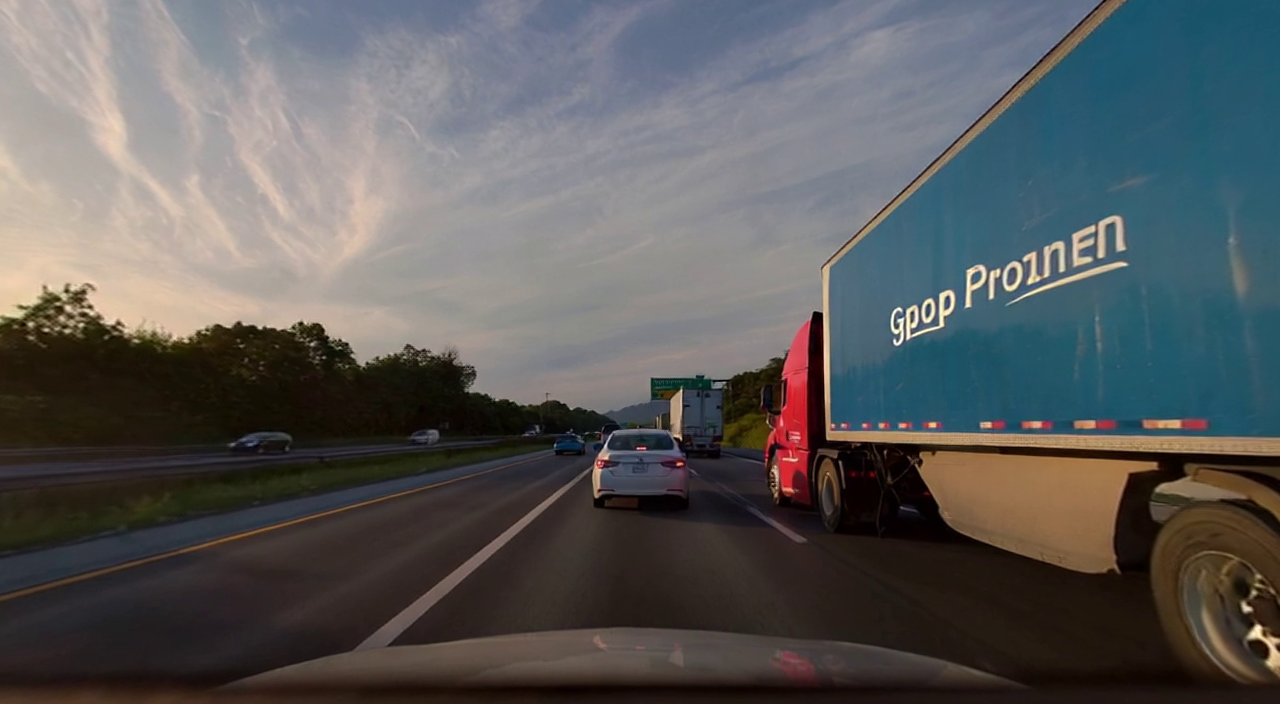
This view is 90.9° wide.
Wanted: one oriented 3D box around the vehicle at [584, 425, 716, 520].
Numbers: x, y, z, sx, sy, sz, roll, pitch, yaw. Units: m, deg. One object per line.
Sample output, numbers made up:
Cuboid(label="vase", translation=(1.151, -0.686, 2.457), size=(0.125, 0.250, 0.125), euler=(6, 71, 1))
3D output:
Cuboid(label="vehicle", translation=(0.130, 2.088, 11.491), size=(2.021, 1.435, 3.611), euler=(0, -8, -1))

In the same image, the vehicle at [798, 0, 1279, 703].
Cuboid(label="vehicle", translation=(4.143, -0.207, 3.550), size=(2.816, 4.070, 14.136), euler=(0, -8, 0))

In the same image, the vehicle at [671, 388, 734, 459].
Cuboid(label="vehicle", translation=(3.946, 5.001, 43.099), size=(2.869, 4.067, 13.731), euler=(0, -8, 0))

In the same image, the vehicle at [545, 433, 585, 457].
Cuboid(label="vehicle", translation=(-4.700, 5.873, 40.156), size=(1.983, 1.434, 4.451), euler=(0, -8, 0))

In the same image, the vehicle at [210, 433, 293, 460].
Cuboid(label="vehicle", translation=(-22.536, 5.459, 36.747), size=(1.869, 1.465, 4.533), euler=(0, -8, 2))
